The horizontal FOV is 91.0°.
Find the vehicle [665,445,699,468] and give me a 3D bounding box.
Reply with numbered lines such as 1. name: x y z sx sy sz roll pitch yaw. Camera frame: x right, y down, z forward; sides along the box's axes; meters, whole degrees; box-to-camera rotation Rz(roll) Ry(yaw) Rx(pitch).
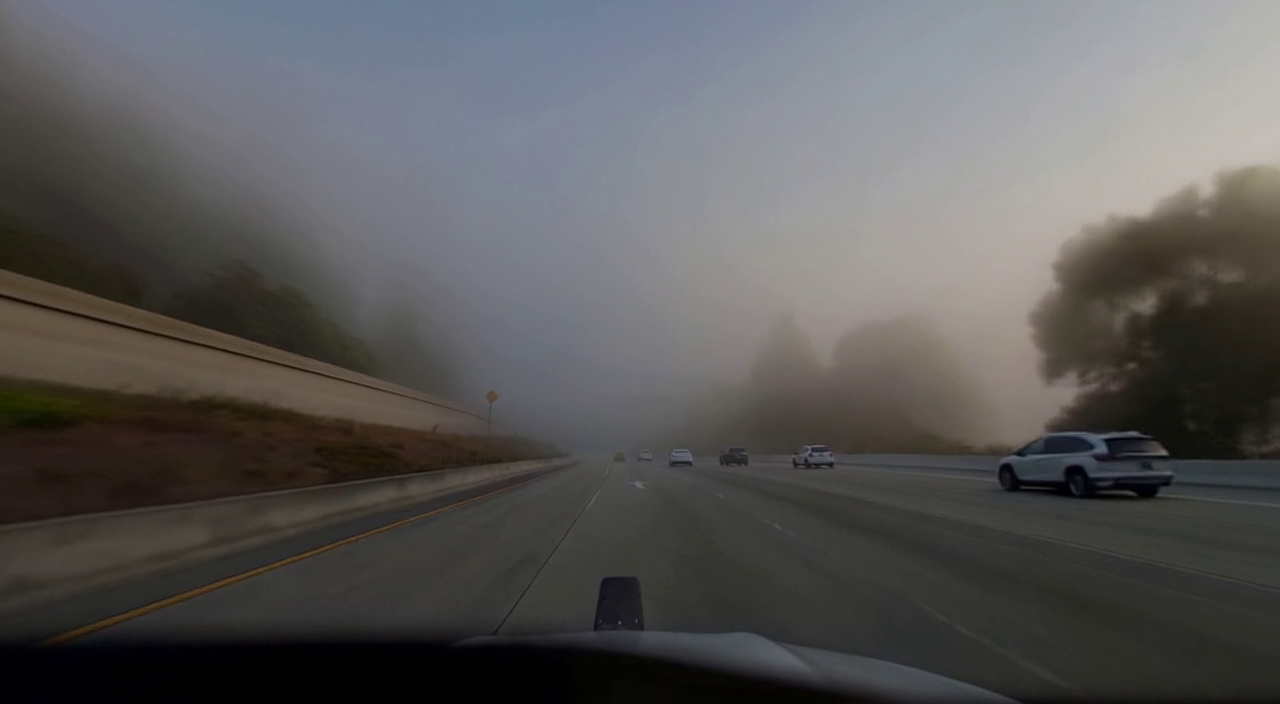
1. vehicle: 2.851 7.218 43.514 1.934 1.491 3.982 0 -8 -3

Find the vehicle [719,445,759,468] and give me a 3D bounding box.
1. vehicle: 6.909 7.321 44.332 1.904 1.488 4.299 0 -8 -3

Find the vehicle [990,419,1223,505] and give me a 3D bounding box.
1. vehicle: 10.881 2.594 15.252 2.077 1.763 4.472 0 -8 -2

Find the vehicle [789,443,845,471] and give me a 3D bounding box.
1. vehicle: 10.654 6.333 38.256 1.987 1.546 4.271 0 -8 -3
